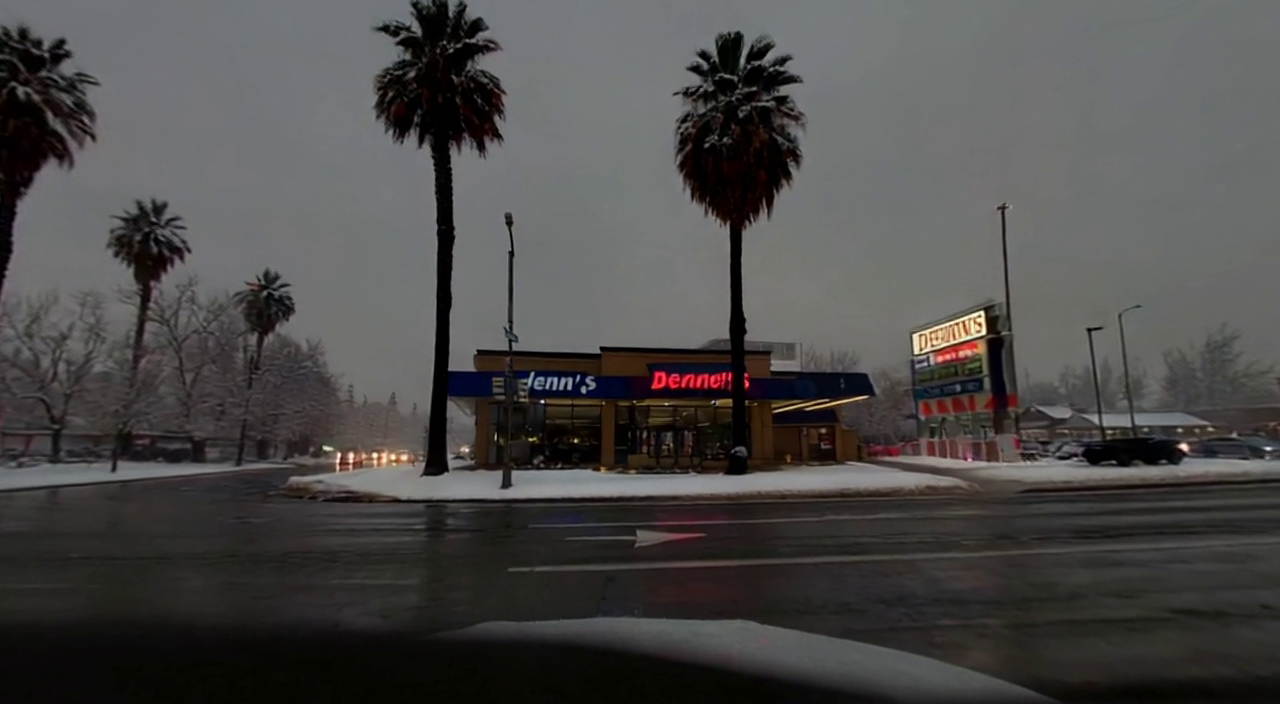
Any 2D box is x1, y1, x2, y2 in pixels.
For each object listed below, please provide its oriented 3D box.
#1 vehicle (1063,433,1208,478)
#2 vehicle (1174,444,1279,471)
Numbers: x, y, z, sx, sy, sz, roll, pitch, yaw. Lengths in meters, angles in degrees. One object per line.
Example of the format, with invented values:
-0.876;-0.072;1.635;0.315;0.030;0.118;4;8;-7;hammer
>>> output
22.350;4.646;28.620;4.880;1.754;2.202;0;-5;-6;vehicle
34.300;6.119;36.921;1.805;1.466;4.641;1;-9;-6;vehicle
